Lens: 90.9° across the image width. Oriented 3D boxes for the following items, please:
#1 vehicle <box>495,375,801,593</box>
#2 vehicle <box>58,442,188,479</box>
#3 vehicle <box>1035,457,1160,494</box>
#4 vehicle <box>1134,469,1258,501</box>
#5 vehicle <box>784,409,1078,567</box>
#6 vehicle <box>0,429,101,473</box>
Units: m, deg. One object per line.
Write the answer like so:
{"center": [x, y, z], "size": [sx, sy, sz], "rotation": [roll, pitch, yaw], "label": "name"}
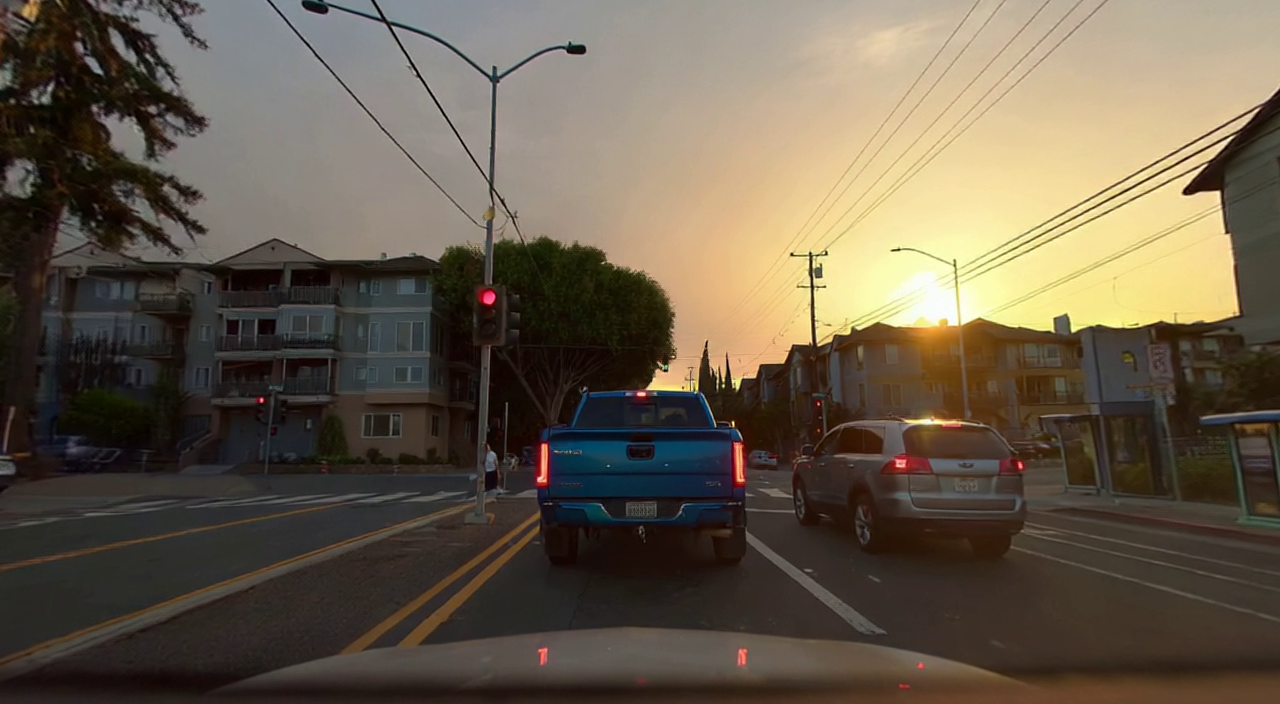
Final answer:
{"center": [0.101, 1.560, 8.284], "size": [2.738, 1.959, 5.070], "rotation": [0, -8, 1], "label": "vehicle"}
{"center": [-24.818, 5.198, 30.380], "size": [4.563, 1.692, 1.778], "rotation": [0, -8, -2], "label": "vehicle"}
{"center": [21.830, 5.892, 30.180], "size": [4.498, 1.618, 1.843], "rotation": [0, -9, 0], "label": "vehicle"}
{"center": [26.375, 6.290, 29.986], "size": [4.071, 1.388, 1.884], "rotation": [0, -8, 1], "label": "vehicle"}
{"center": [3.836, 1.888, 9.557], "size": [2.131, 1.759, 4.762], "rotation": [0, -8, -1], "label": "vehicle"}
{"center": [-26.152, 4.155, 26.486], "size": [5.043, 1.766, 1.980], "rotation": [0, -9, -1], "label": "vehicle"}
